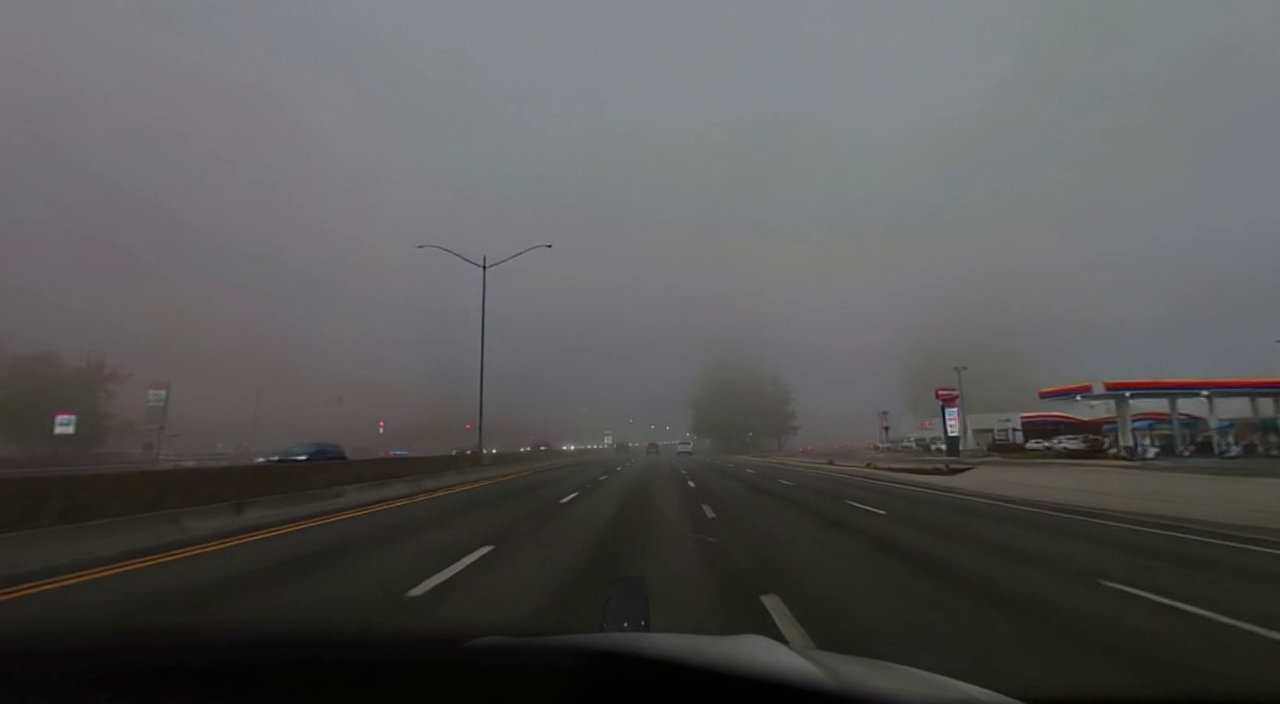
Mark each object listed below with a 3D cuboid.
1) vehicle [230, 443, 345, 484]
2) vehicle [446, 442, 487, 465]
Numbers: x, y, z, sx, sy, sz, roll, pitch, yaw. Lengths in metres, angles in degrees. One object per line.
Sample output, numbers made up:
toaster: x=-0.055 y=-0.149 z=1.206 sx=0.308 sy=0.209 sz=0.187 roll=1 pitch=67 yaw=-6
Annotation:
vehicle: x=-13.965 y=4.400 z=25.333 sx=1.807 sy=1.477 sz=4.491 roll=-1 pitch=-8 yaw=3
vehicle: x=-12.379 y=7.252 z=45.185 sx=1.722 sy=1.510 sz=3.779 roll=0 pitch=-8 yaw=3
